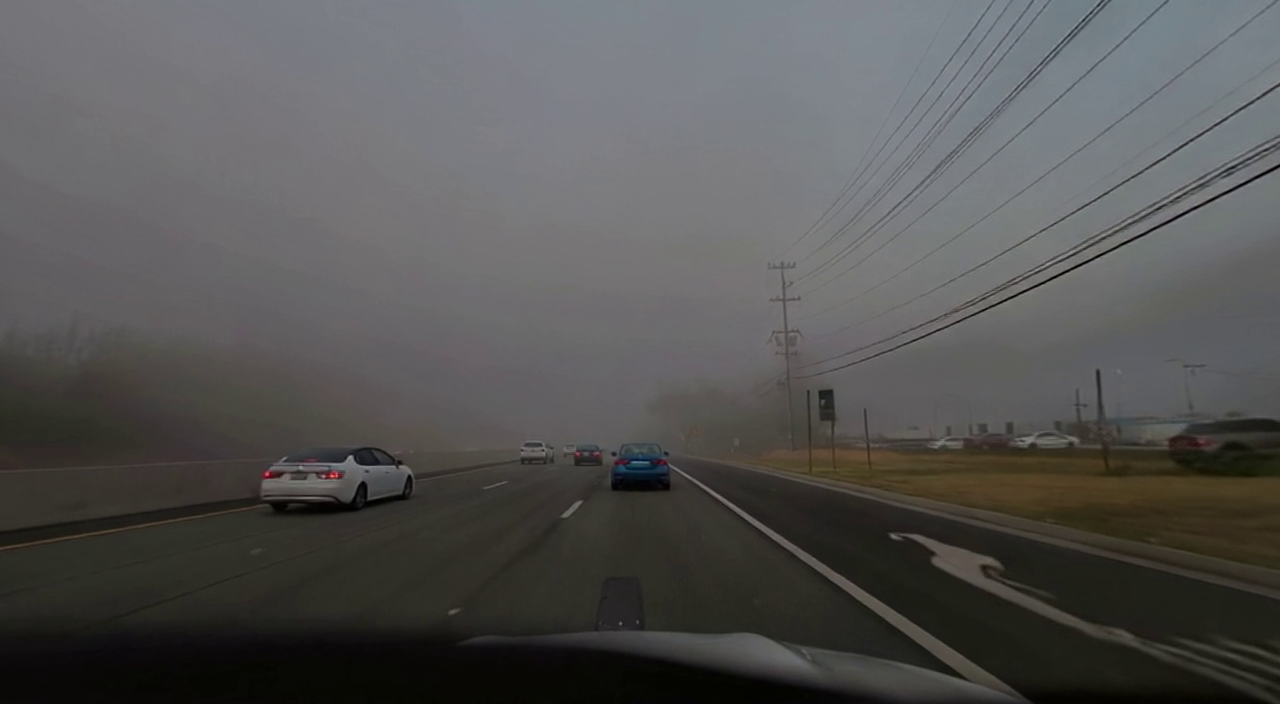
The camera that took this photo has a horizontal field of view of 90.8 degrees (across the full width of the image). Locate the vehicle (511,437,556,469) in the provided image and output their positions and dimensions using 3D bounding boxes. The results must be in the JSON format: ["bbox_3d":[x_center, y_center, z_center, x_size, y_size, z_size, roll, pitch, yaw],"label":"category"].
[{"bbox_3d":[-6.240,5.966,37.488,1.914,1.756,4.179,0,-8,0],"label":"vehicle"}]

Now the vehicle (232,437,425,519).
[{"bbox_3d":[-6.534,2.665,13.975,1.900,1.483,4.547,0,-8,1],"label":"vehicle"}]

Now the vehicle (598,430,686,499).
[{"bbox_3d":[0.023,3.057,17.551,2.140,1.653,4.108,0,-8,-1],"label":"vehicle"}]

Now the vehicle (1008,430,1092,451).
[{"bbox_3d":[29.728,6.455,45.923,4.674,1.485,1.874,-1,-8,6],"label":"vehicle"}]

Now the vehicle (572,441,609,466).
[{"bbox_3d":[-3.142,6.513,40.636,2.055,1.510,3.961,0,-8,0],"label":"vehicle"}]

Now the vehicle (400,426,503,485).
[{"bbox_3d":[-6.696,3.734,23.146,2.144,1.905,4.967,0,-8,1],"label":"vehicle"}]

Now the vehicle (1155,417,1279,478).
[{"bbox_3d":[17.526,2.634,17.518,4.659,1.572,2.019,0,-8,-1],"label":"vehicle"}]
